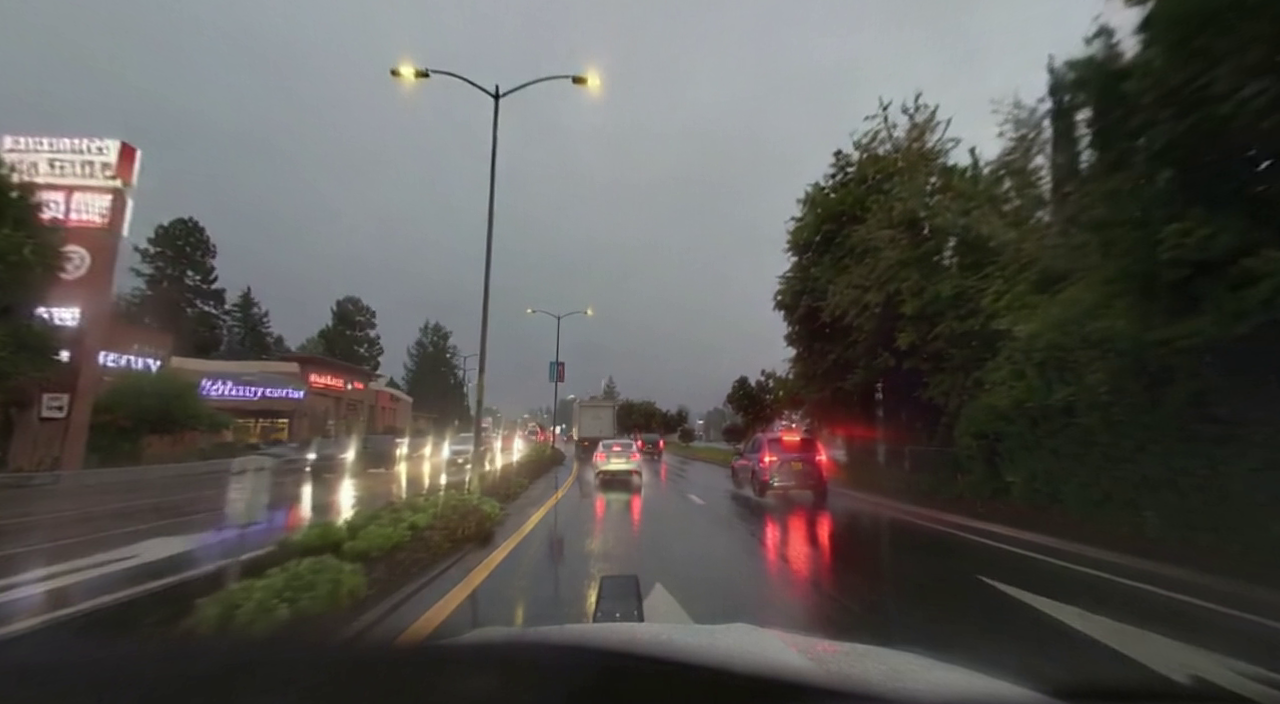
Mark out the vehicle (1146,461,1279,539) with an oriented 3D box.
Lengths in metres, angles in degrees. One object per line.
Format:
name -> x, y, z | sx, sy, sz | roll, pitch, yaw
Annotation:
vehicle -> 13.942, 3.144, 13.594 | 4.197, 1.467, 1.928 | -2, -8, 10

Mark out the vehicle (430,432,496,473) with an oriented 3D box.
vehicle -> -7.492, 4.264, 27.089 | 1.966, 1.616, 4.038 | 0, -8, -5

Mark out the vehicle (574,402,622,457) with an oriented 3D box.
vehicle -> -3.067, 5.467, 44.122 | 2.917, 3.482, 6.946 | 1, -8, -7

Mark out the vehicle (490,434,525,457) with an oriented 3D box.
vehicle -> -9.456, 6.666, 45.143 | 2.007, 1.532, 4.266 | 0, -7, -6

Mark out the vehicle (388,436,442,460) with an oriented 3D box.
vehicle -> -14.625, 6.242, 41.242 | 1.889, 1.481, 4.820 | 0, -8, -1

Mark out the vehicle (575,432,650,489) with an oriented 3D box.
vehicle -> -0.835, 3.108, 18.499 | 1.991, 1.472, 3.518 | 0, -8, -4

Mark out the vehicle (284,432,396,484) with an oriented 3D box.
vehicle -> -10.357, 3.657, 22.176 | 2.091, 1.642, 4.299 | 0, -8, -4

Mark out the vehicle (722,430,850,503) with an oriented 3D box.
vehicle -> 3.256, 2.618, 14.948 | 1.889, 1.480, 3.876 | 0, -8, -4
